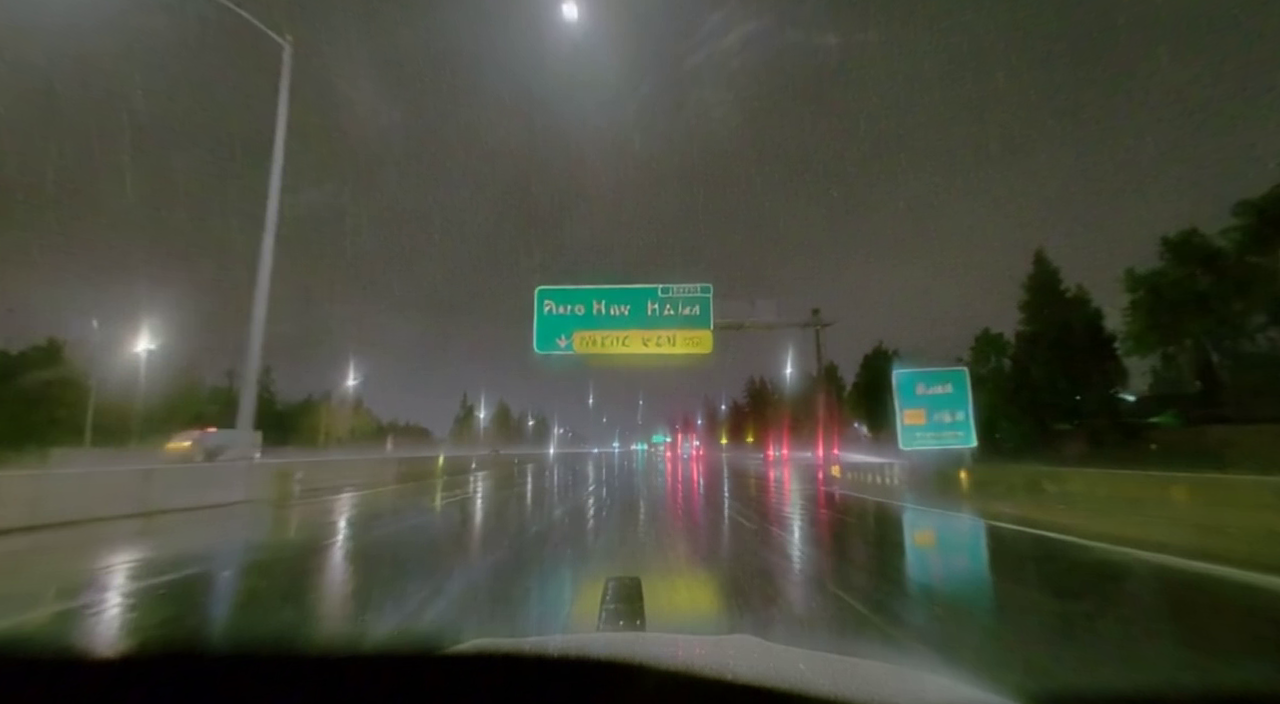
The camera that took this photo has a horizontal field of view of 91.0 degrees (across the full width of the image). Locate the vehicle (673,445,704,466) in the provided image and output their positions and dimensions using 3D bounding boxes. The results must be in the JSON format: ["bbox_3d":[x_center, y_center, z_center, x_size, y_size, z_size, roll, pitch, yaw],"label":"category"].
[{"bbox_3d":[3.695,8.006,48.903,2.033,1.501,4.398,0,-9,-1],"label":"vehicle"}]
